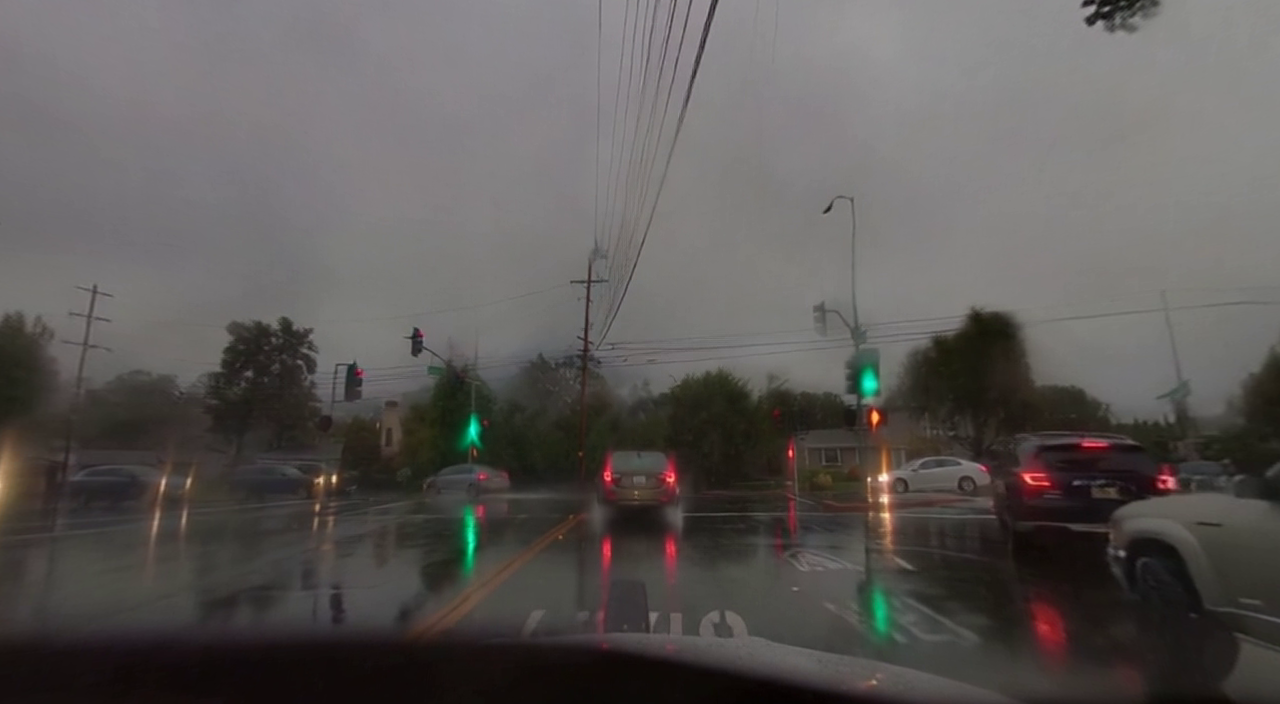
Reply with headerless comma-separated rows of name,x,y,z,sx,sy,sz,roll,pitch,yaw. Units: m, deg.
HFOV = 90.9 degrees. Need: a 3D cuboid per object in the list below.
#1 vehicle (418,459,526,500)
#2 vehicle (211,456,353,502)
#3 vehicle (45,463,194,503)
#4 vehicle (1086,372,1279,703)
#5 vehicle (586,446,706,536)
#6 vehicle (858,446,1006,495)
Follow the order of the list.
vehicle,-7.209,5.364,26.906,4.343,1.492,2.063,-6,-10,34
vehicle,-13.948,4.936,24.684,4.485,1.625,1.980,-2,-9,9
vehicle,-21.150,5.308,25.708,4.736,1.475,1.921,-2,-9,9
vehicle,4.530,0.901,2.570,2.095,1.836,4.895,-1,-8,5
vehicle,-0.021,2.748,13.215,2.078,1.506,4.512,0,-8,-3
vehicle,11.015,4.480,24.090,4.600,1.722,2.074,-1,-9,6
